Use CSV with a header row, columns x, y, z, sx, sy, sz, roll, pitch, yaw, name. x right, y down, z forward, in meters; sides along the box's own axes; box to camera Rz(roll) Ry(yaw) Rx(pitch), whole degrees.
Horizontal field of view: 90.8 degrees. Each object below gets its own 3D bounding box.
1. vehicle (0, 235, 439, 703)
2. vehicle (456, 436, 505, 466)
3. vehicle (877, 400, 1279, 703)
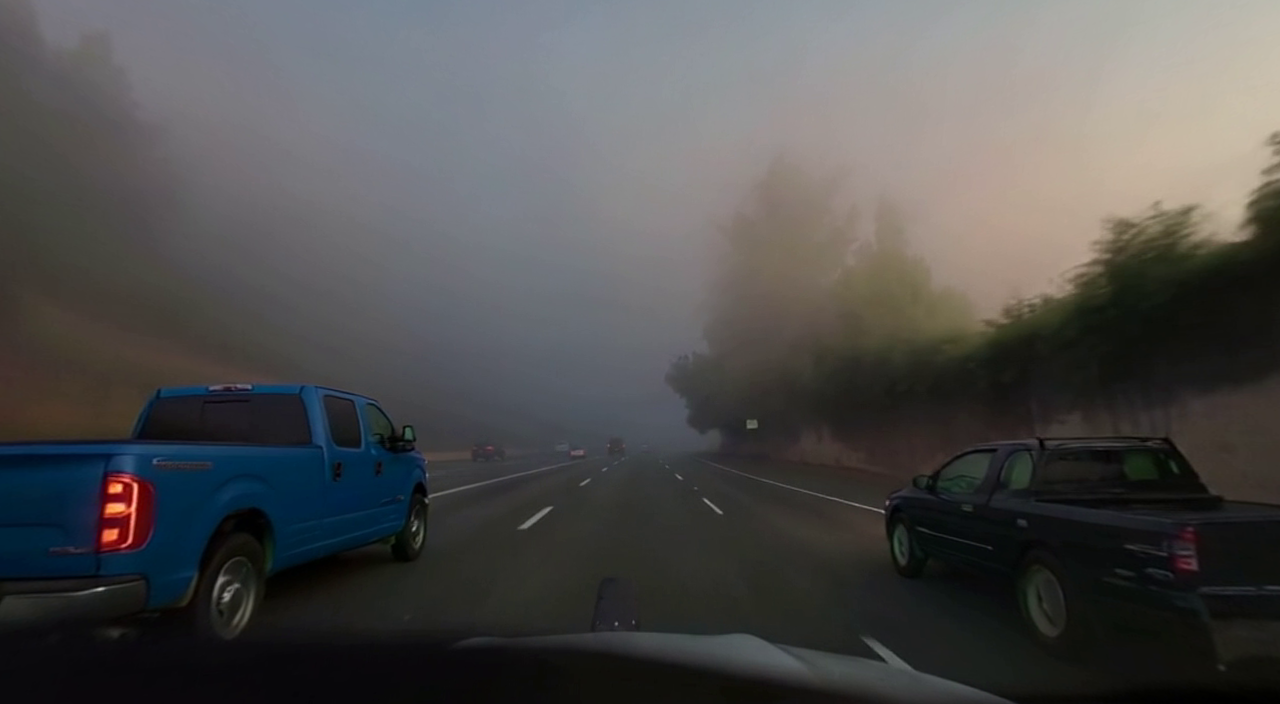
x,y,z,sx,sy,sz,roll,pitch,yaw,name
-3.620,0.913,4.251,2.483,2.100,6.208,0,-9,0,vehicle
-10.729,6.684,42.871,2.012,1.875,4.895,0,-9,1,vehicle
3.725,1.268,4.673,2.047,1.524,4.619,0,-9,-1,vehicle
